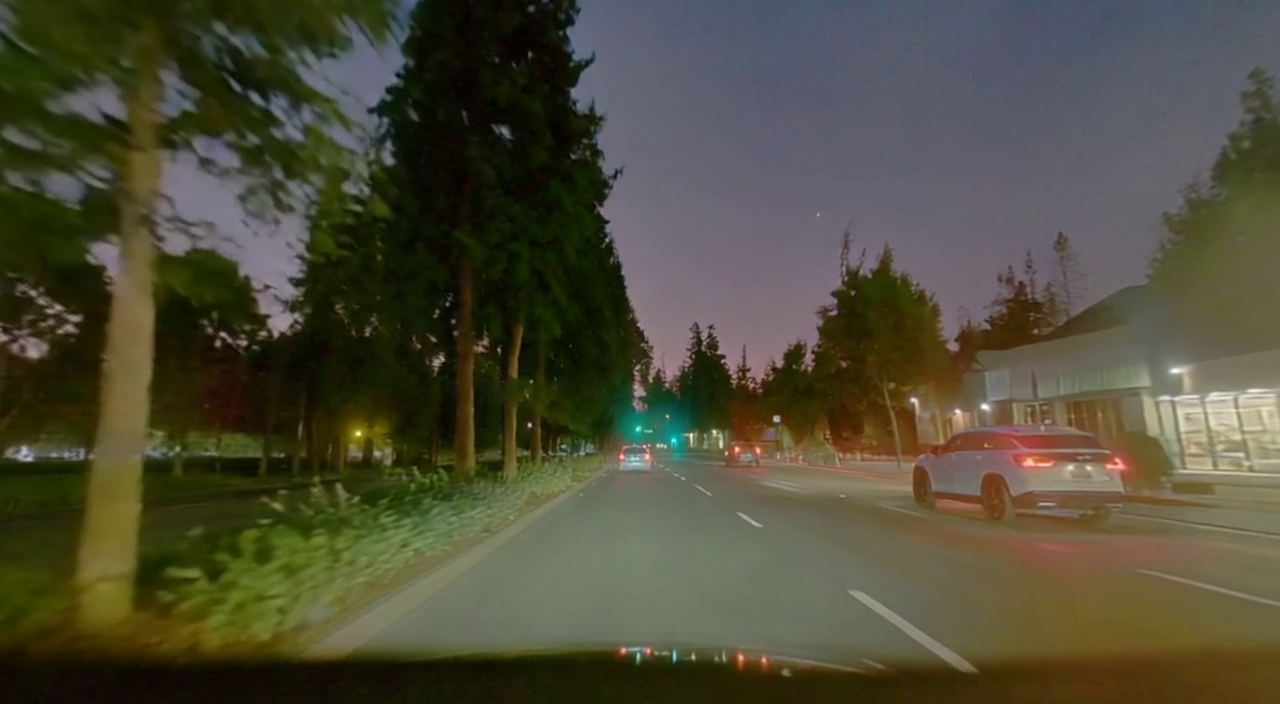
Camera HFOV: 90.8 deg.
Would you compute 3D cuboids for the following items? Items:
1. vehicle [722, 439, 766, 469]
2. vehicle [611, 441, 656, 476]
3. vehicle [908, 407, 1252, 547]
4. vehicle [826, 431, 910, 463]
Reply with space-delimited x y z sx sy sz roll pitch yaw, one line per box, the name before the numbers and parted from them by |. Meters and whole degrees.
vehicle | 6.591 6.527 40.590 1.955 1.845 4.538 0 -8 -1
vehicle | -0.325 5.113 30.515 2.037 1.568 3.693 0 -8 -1
vehicle | 7.308 2.152 11.641 2.240 1.923 5.678 0 -8 0
vehicle | 17.762 7.437 49.527 2.395 2.336 5.803 5 -10 -32
